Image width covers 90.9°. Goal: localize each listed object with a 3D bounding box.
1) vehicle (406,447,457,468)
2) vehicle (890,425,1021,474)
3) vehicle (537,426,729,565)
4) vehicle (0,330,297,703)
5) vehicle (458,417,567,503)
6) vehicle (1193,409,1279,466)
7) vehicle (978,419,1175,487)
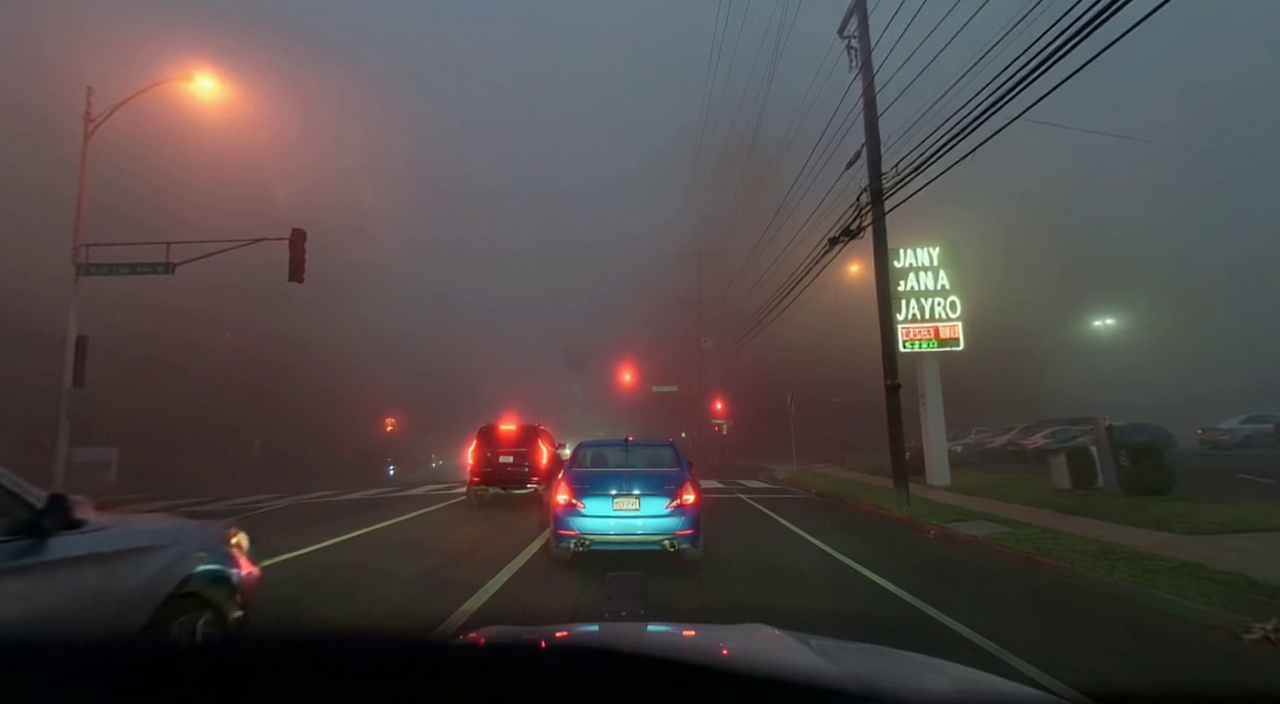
[{"bbox_3d":[-15.544,7.799,46.878,2.111,1.511,4.641,6,-10,-36],"label":"vehicle"},{"bbox_3d":[10.647,3.342,21.752,1.842,1.471,4.481,1,-8,-6],"label":"vehicle"},{"bbox_3d":[-0.154,1.866,9.004,2.070,1.481,4.216,0,-8,-2],"label":"vehicle"},{"bbox_3d":[-2.892,0.728,1.468,2.003,1.681,3.878,0,-8,-1],"label":"vehicle"},{"bbox_3d":[-3.039,2.674,16.031,2.106,1.852,4.512,0,-8,-4],"label":"vehicle"},{"bbox_3d":[18.724,2.544,18.707,4.446,1.511,1.977,4,-10,-29],"label":"vehicle"},{"bbox_3d":[10.530,2.485,15.710,1.888,1.455,4.268,0,-8,1],"label":"vehicle"}]
